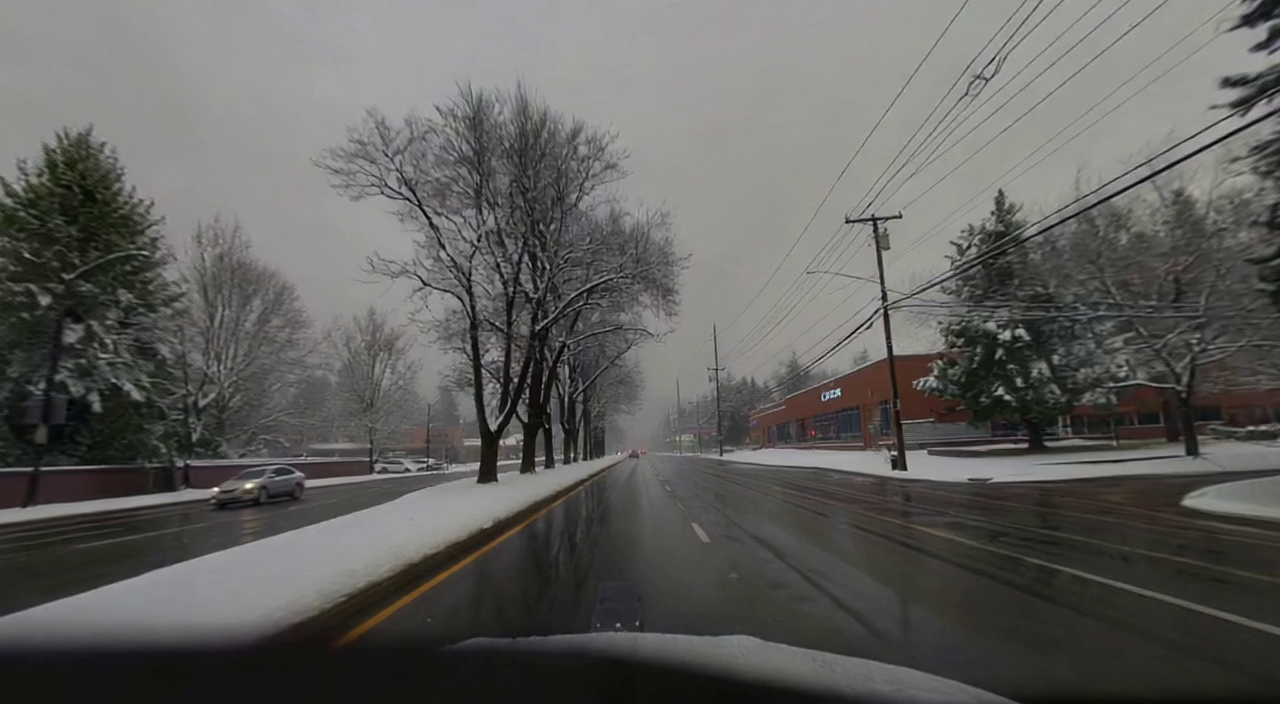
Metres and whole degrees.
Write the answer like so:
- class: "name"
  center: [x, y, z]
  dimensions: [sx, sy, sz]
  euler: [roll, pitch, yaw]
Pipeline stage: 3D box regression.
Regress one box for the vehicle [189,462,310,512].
- class: "vehicle"
  center: [-15.415, 5.304, 25.268]
  dimensions: [2.012, 1.671, 4.380]
  euler: [0, -9, 0]
